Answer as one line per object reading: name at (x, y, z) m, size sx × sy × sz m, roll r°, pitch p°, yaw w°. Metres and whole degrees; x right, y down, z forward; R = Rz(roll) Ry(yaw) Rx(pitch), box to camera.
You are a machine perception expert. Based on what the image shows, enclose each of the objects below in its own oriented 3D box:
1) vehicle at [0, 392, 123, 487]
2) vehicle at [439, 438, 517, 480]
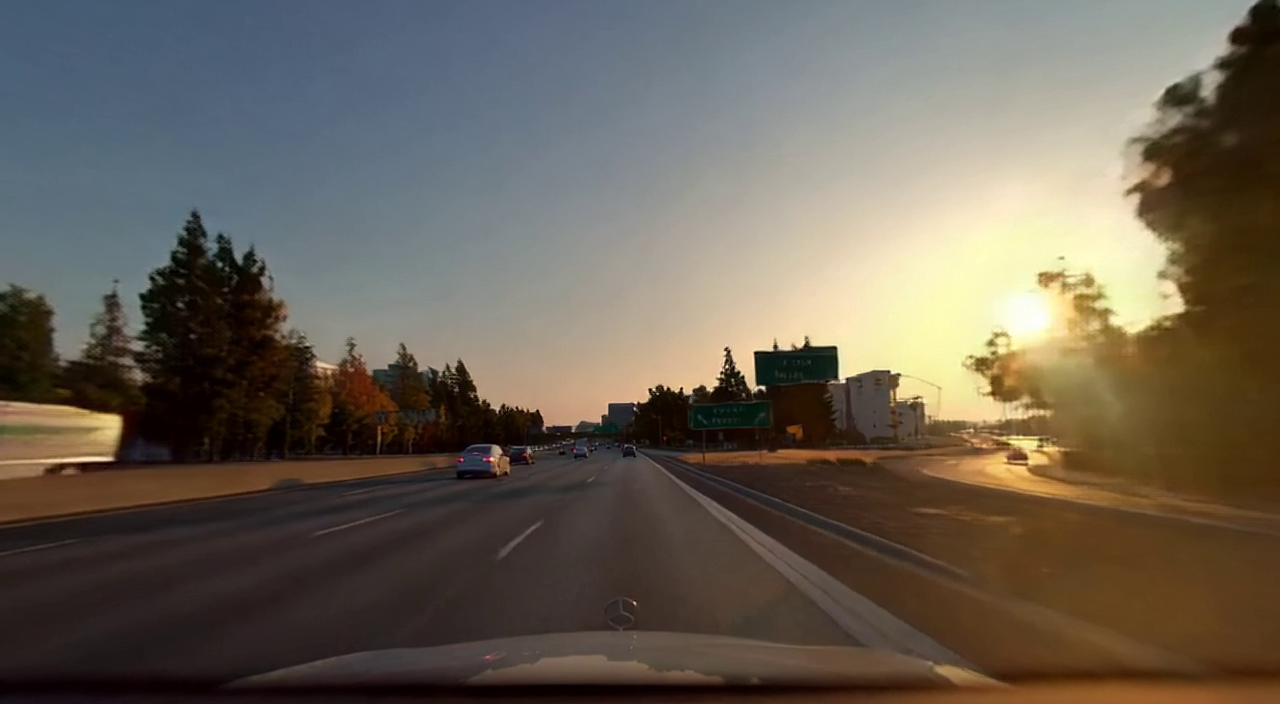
vehicle at (-29.419, 3.825, 27.631) m, size 2.862 × 4.134 × 12.781 m, roll 0°, pitch -9°, yaw -1°
vehicle at (-6.763, 4.527, 26.966) m, size 2.016 × 1.606 × 4.806 m, roll 0°, pitch -8°, yaw 1°
